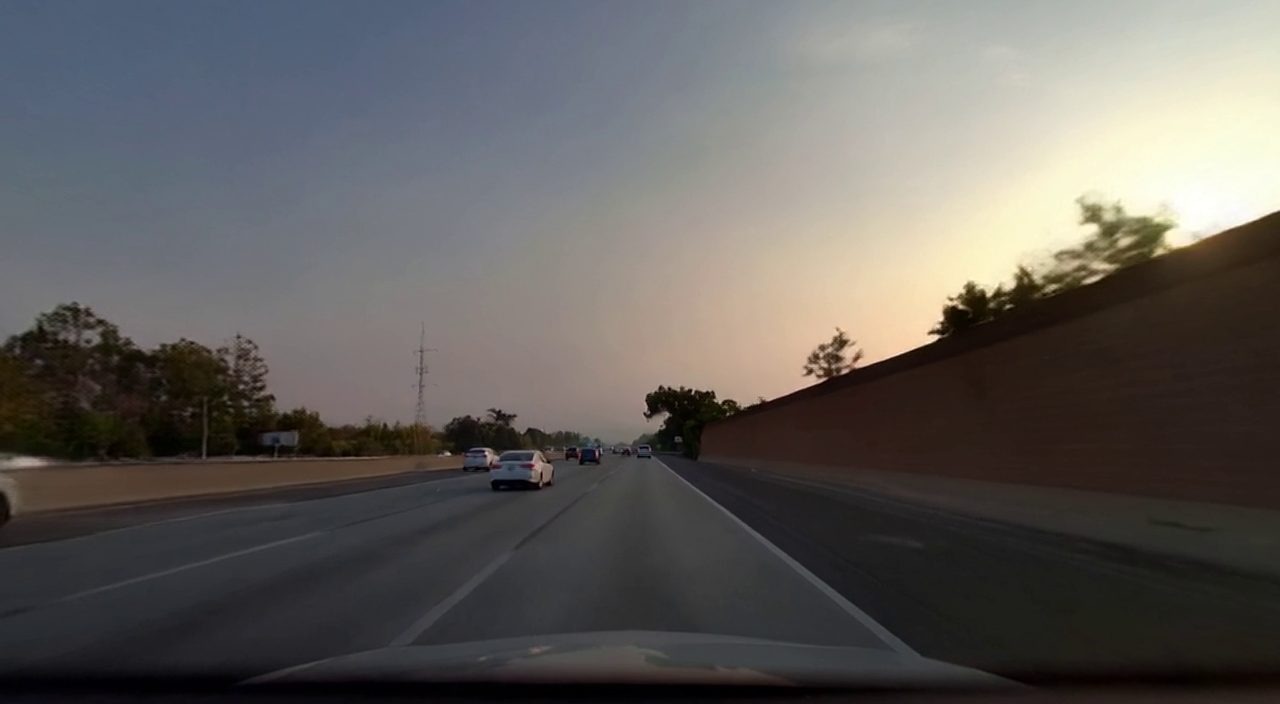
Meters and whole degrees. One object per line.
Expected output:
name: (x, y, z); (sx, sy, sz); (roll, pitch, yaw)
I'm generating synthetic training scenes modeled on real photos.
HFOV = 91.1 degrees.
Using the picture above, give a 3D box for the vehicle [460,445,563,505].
vehicle: (-3.608, 3.532, 18.598); (1.945, 1.484, 4.803); (-1, -9, 1)
